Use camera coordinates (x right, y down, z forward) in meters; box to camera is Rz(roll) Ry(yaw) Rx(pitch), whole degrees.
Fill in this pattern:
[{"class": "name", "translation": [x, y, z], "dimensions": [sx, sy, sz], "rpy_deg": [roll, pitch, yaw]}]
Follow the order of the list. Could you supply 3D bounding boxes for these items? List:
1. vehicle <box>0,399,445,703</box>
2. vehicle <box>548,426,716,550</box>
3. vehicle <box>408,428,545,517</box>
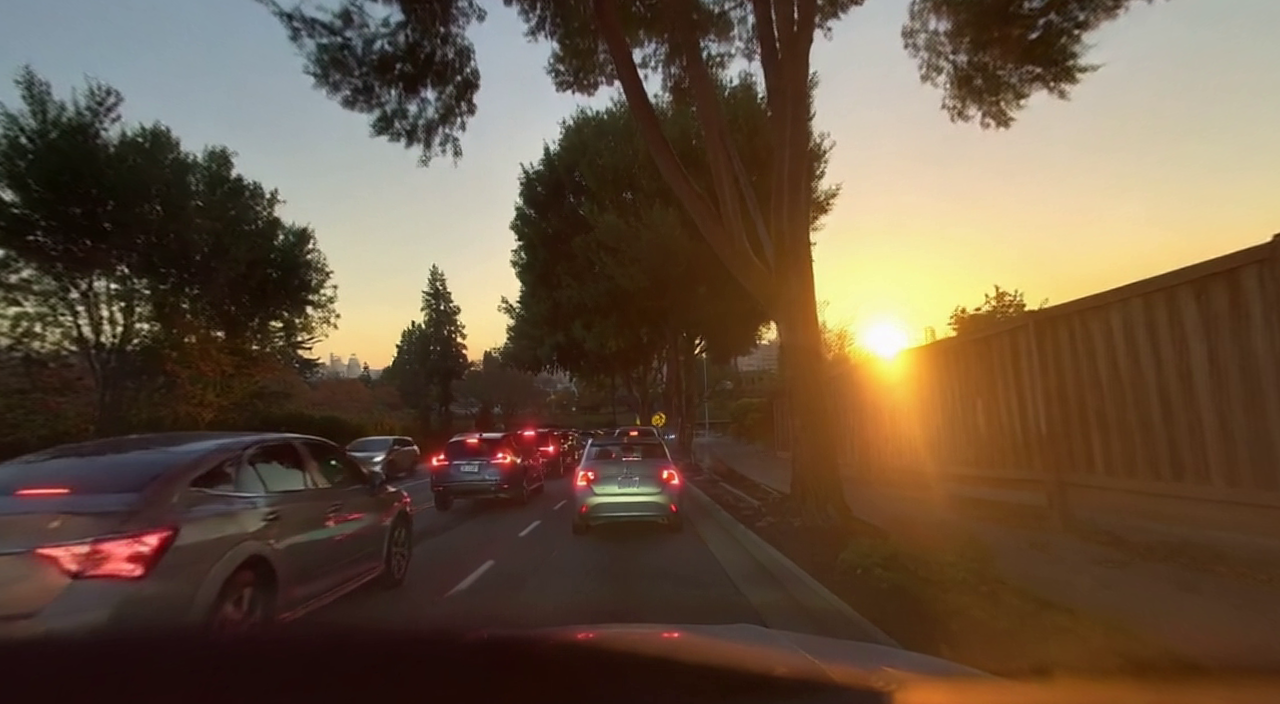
[{"class": "vehicle", "translation": [-3.157, 1.268, 4.510], "dimensions": [1.980, 1.520, 4.636], "rpy_deg": [0, -8, 1]}, {"class": "vehicle", "translation": [-0.130, 1.907, 9.490], "dimensions": [1.995, 1.460, 3.865], "rpy_deg": [0, -8, -1]}, {"class": "vehicle", "translation": [-3.228, 2.444, 13.234], "dimensions": [1.850, 1.582, 3.688], "rpy_deg": [0, -8, 0]}]
